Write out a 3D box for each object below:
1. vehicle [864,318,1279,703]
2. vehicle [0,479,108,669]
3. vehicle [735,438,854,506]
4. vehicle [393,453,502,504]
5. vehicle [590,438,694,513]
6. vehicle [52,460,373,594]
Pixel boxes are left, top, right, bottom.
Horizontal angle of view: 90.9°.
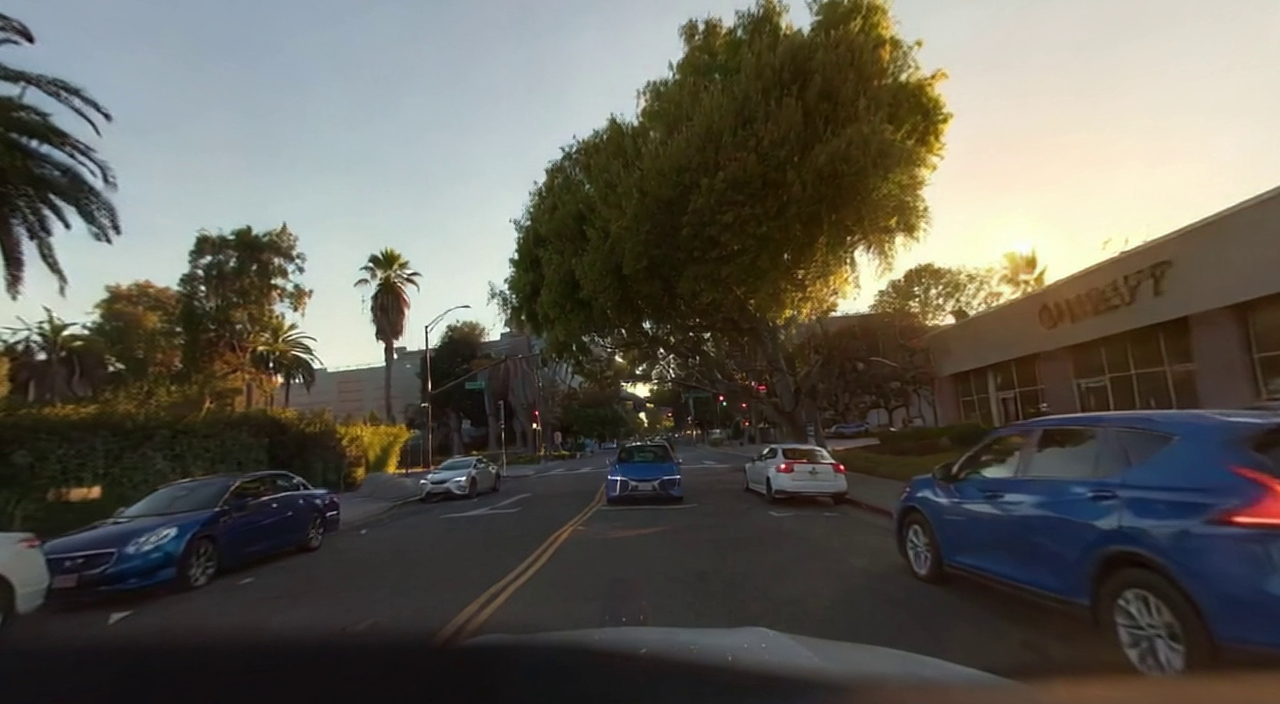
[{"bbox_3d":[3.654,1.102,4.778,2.099,1.786,5.198,0,-8,1],"label":"vehicle"},{"bbox_3d":[-6.162,1.622,3.727,1.874,1.472,4.668,0,-8,2],"label":"vehicle"},{"bbox_3d":[3.645,2.901,15.756,1.821,1.417,4.454,0,-8,0],"label":"vehicle"},{"bbox_3d":[-6.319,4.189,21.338,2.105,1.469,4.693,0,-8,1],"label":"vehicle"},{"bbox_3d":[0.025,2.763,14.632,2.060,1.452,4.078,0,-8,-1],"label":"vehicle"},{"bbox_3d":[-6.120,2.506,9.887,1.850,1.482,4.454,0,-8,1],"label":"vehicle"}]
